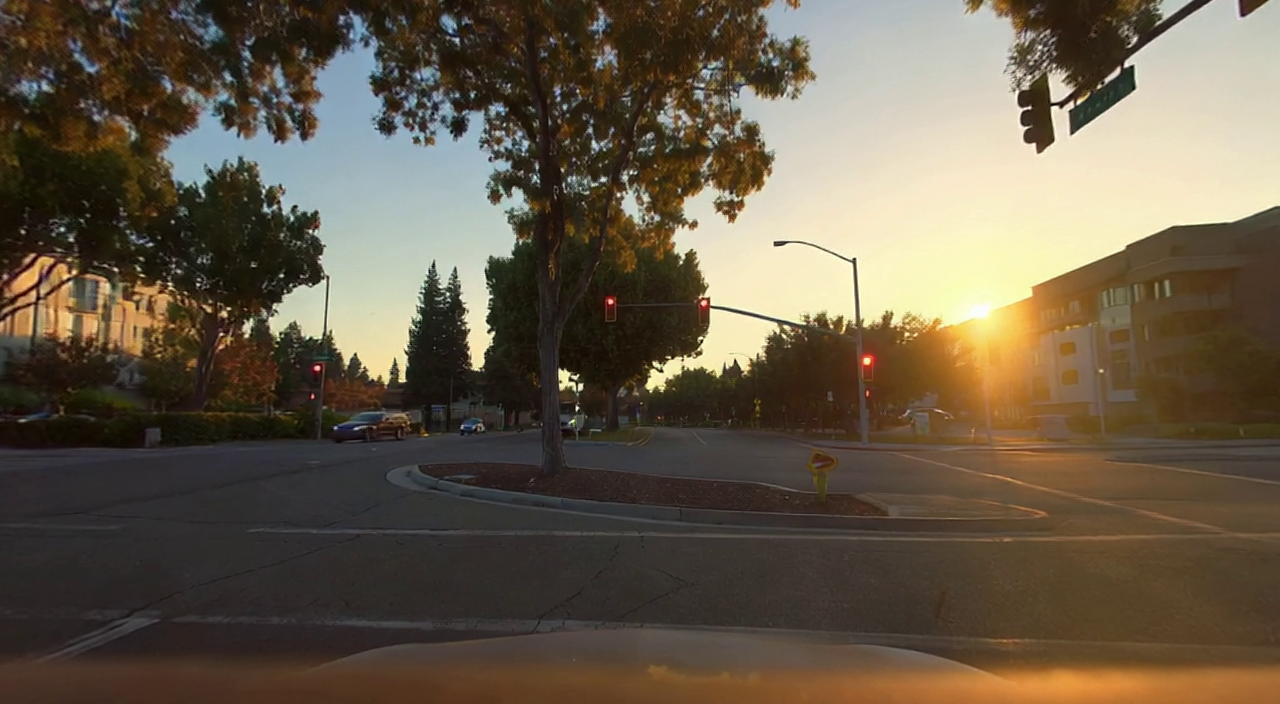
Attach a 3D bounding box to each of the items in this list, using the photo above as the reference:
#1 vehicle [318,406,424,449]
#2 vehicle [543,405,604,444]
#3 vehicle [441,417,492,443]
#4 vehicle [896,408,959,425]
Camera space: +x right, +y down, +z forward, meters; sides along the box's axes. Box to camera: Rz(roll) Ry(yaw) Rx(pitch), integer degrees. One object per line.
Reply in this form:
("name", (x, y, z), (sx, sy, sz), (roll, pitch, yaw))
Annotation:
("vehicle", (-12.866, 3.730, 30.680), (2.340, 1.902, 4.920), (-2, -9, 10))
("vehicle", (-3.446, 3.967, 33.845), (2.306, 1.907, 5.382), (-1, -8, 4))
("vehicle", (-11.234, 5.122, 41.135), (1.899, 1.510, 4.294), (-1, -8, 3))
("vehicle", (22.005, 4.942, 48.439), (3.933, 1.219, 1.700), (-1, -9, 3))
